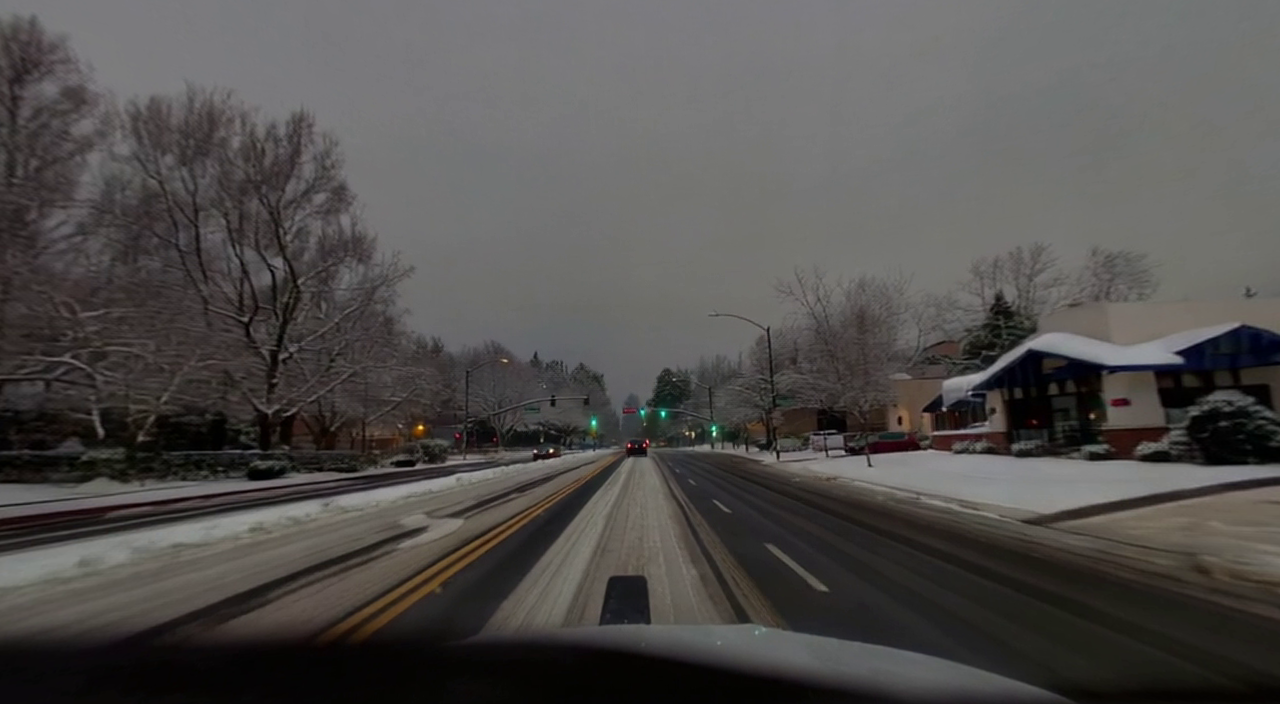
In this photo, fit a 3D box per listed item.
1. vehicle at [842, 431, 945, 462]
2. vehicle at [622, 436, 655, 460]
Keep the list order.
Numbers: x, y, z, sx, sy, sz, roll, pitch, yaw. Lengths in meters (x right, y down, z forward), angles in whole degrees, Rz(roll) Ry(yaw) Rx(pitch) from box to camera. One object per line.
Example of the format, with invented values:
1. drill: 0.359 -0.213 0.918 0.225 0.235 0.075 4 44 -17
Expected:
1. vehicle: 14.004 5.187 34.909 5.001 1.554 1.961 -3 -9 31
2. vehicle: -0.071 6.780 44.645 2.196 1.646 4.109 0 -8 2
